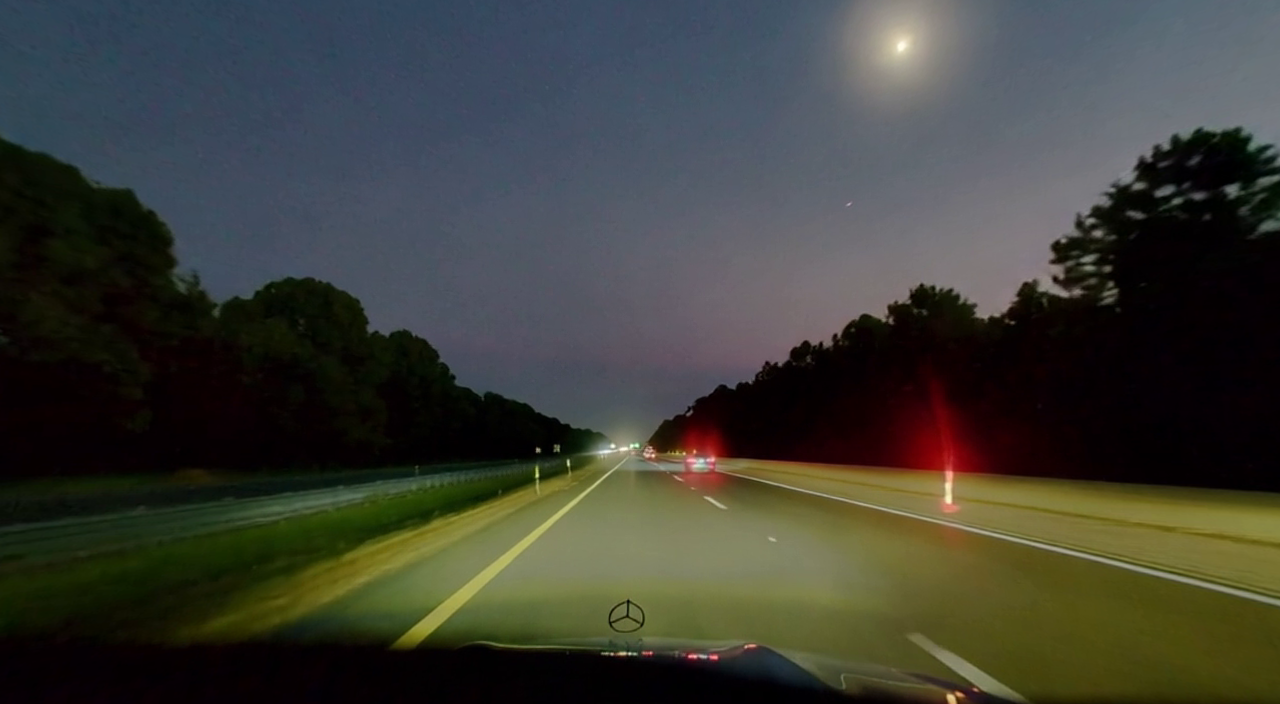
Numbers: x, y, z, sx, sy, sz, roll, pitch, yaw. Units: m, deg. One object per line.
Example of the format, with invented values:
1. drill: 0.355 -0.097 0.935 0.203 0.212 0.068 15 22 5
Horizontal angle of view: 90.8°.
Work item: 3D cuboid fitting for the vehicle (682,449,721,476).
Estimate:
1. vehicle: 3.617 6.576 37.781 1.870 1.486 3.858 0 -9 -1
